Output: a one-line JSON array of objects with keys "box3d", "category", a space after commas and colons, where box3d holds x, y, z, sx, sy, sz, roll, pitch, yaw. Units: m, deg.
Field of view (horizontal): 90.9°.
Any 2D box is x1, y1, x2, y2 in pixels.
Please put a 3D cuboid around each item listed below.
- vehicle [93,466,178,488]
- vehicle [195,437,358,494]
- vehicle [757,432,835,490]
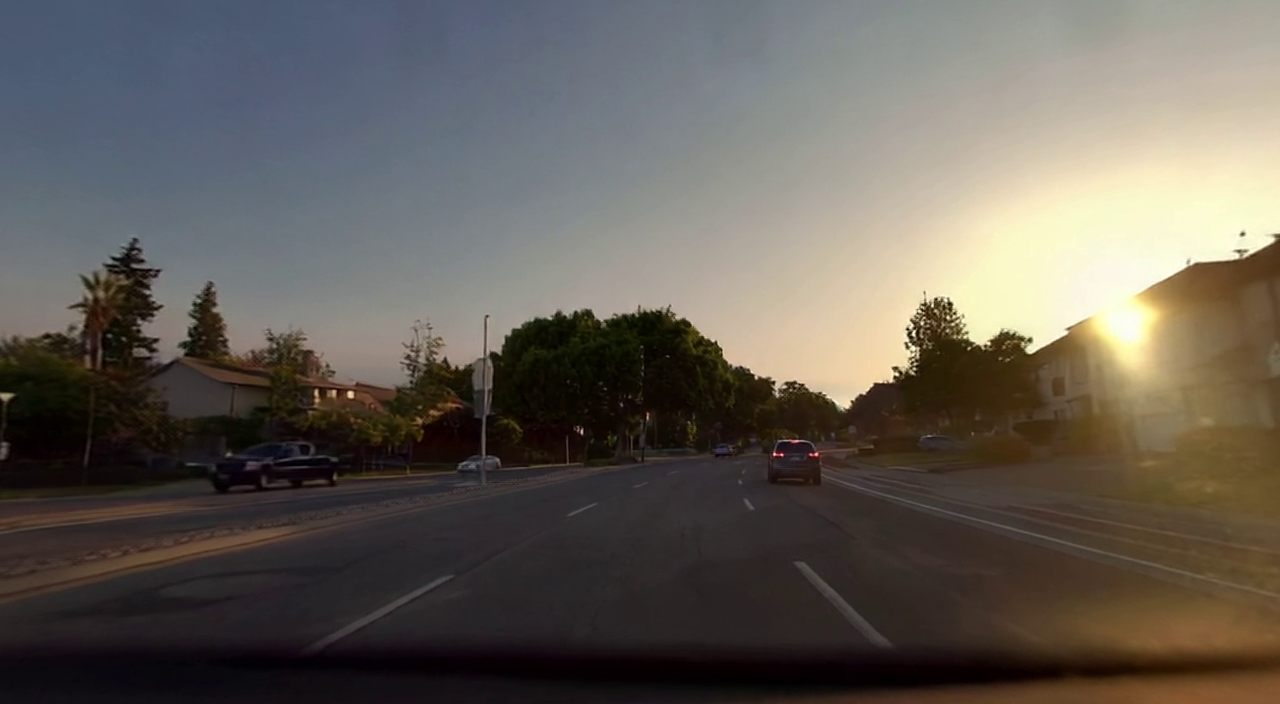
[{"box3d": [-38.138, 9.425, 47.764, 1.718, 1.432, 4.577, -5, -10, 28], "category": "vehicle"}, {"box3d": [-14.393, 4.499, 25.627, 2.555, 2.009, 6.050, -1, -8, 6], "category": "vehicle"}, {"box3d": [5.513, 3.899, 22.889, 2.141, 1.833, 4.704, -1, -8, 7], "category": "vehicle"}]
